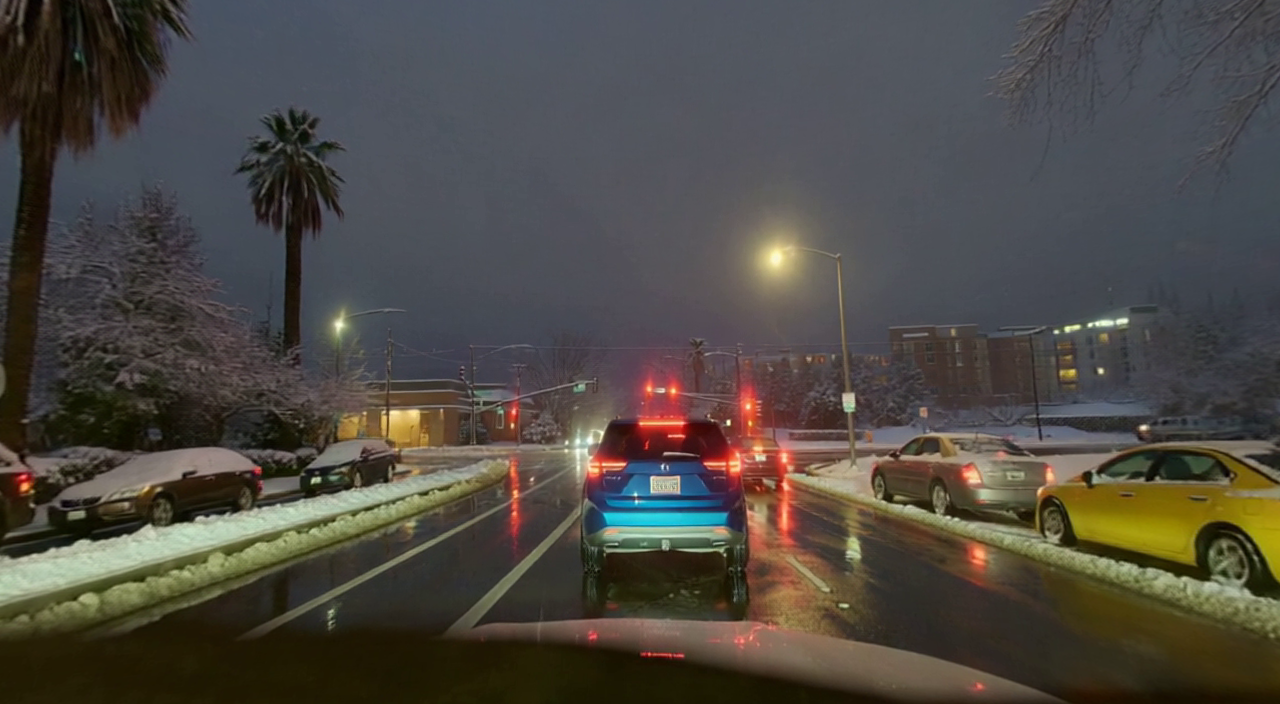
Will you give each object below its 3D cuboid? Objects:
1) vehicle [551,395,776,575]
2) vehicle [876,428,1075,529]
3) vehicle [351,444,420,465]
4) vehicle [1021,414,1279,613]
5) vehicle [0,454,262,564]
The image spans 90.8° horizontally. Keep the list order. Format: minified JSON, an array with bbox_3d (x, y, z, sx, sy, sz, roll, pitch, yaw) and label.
[{"bbox_3d":[0.253,1.652,8.572,2.264,1.798,4.258,0,-8,1],"label":"vehicle"},{"bbox_3d":[6.663,2.528,13.238,1.930,1.736,4.329,-1,-8,3],"label":"vehicle"},{"bbox_3d":[-18.739,7.508,46.648,1.759,1.457,4.297,-7,-11,38],"label":"vehicle"},{"bbox_3d":[6.435,1.600,6.926,1.935,1.672,4.139,0,-8,1],"label":"vehicle"},{"bbox_3d":[-9.559,2.785,11.913,2.054,1.467,4.595,-4,-8,0],"label":"vehicle"}]
